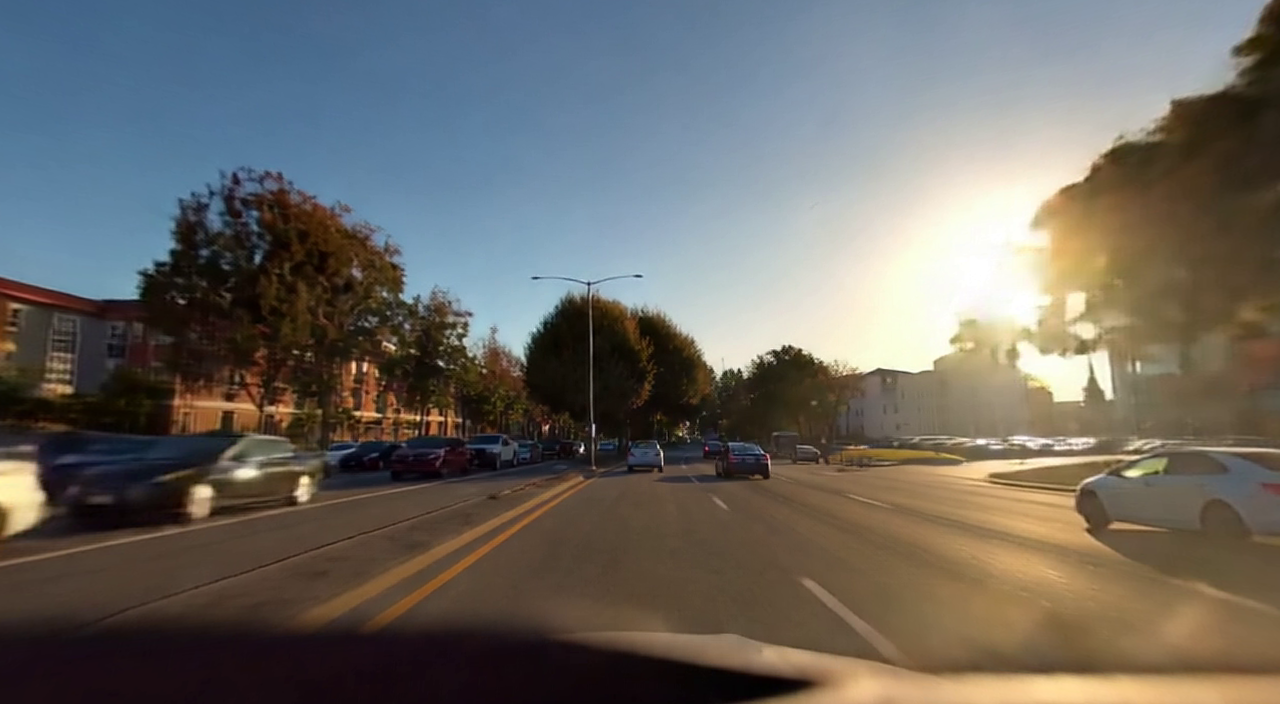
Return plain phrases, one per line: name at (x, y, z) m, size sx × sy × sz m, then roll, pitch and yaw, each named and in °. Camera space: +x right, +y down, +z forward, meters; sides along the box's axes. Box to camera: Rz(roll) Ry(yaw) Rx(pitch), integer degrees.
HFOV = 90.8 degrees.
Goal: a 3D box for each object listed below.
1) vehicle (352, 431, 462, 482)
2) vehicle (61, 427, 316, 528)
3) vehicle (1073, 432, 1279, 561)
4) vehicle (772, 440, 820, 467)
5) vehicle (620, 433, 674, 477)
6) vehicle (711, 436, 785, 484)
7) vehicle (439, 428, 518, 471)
vehicle at (-8.597, 3.909, 23.886) m, size 2.183 × 1.706 × 4.862 m, roll 0°, pitch -8°, yaw 2°
vehicle at (-8.820, 2.419, 12.972) m, size 1.953 × 1.647 × 4.401 m, roll -2°, pitch -8°, yaw 1°
vehicle at (8.212, 1.790, 8.195) m, size 1.909 × 1.456 × 4.569 m, roll 0°, pitch -8°, yaw 0°
vehicle at (9.298, 6.074, 38.096) m, size 1.860 × 1.475 × 4.488 m, roll 0°, pitch -8°, yaw 1°
vehicle at (0.347, 4.305, 26.739) m, size 2.101 × 1.694 × 3.979 m, roll 0°, pitch -8°, yaw 2°
vehicle at (3.639, 3.707, 21.967) m, size 1.852 × 1.498 × 3.825 m, roll 0°, pitch -8°, yaw 0°
vehicle at (-8.173, 4.999, 32.597) m, size 2.460 × 1.970 × 5.271 m, roll 0°, pitch -8°, yaw 2°
